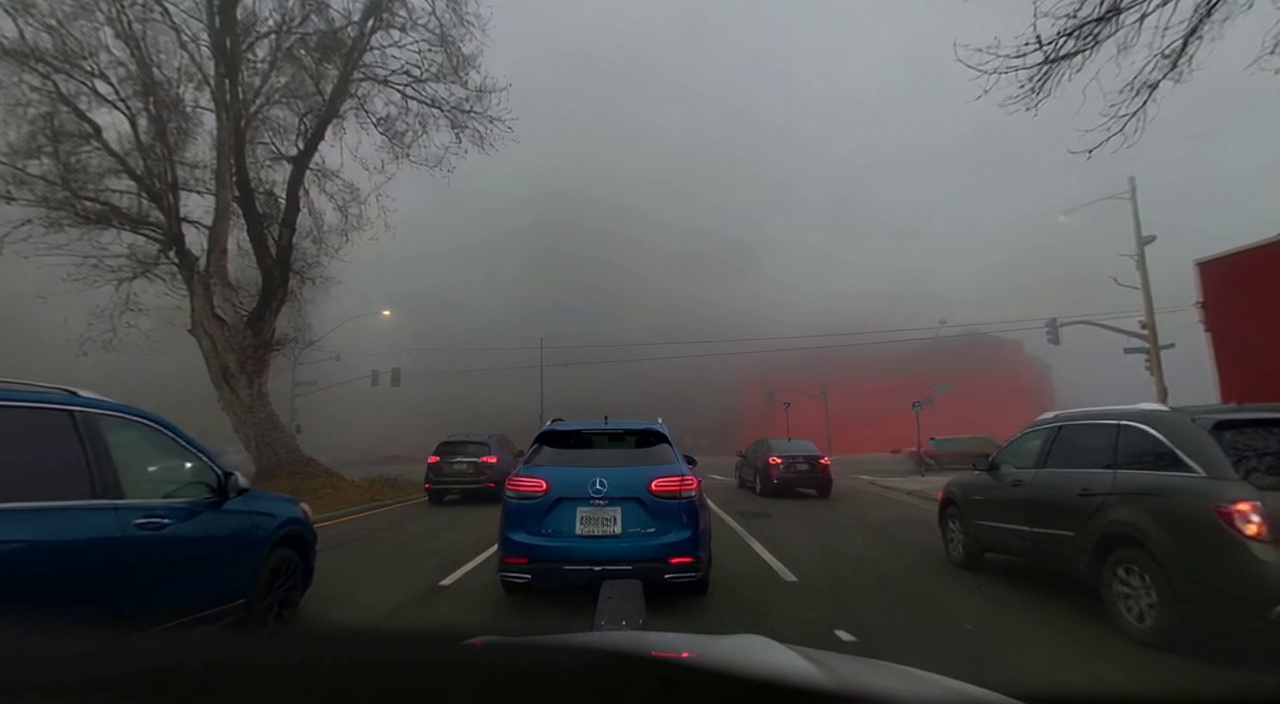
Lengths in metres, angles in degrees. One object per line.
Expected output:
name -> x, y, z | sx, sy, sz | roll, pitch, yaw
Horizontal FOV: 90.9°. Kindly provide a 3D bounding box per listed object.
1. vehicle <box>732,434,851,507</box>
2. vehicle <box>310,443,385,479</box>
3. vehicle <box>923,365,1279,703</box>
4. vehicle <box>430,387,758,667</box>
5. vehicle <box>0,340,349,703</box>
vehicle -> 3.545, 2.835, 15.548 | 1.847, 1.554, 3.885 | 0, -8, -2
vehicle -> -15.401, 5.730, 33.462 | 1.949, 1.744, 4.109 | 0, -8, 1
vehicle -> 4.242, 1.250, 5.196 | 2.014, 1.740, 4.515 | -1, -8, 5
vehicle -> -0.208, 1.375, 6.008 | 2.022, 1.700, 4.084 | 0, -9, 2
vehicle -> -3.466, 0.908, 2.906 | 2.047, 1.741, 4.470 | 0, -8, 1
